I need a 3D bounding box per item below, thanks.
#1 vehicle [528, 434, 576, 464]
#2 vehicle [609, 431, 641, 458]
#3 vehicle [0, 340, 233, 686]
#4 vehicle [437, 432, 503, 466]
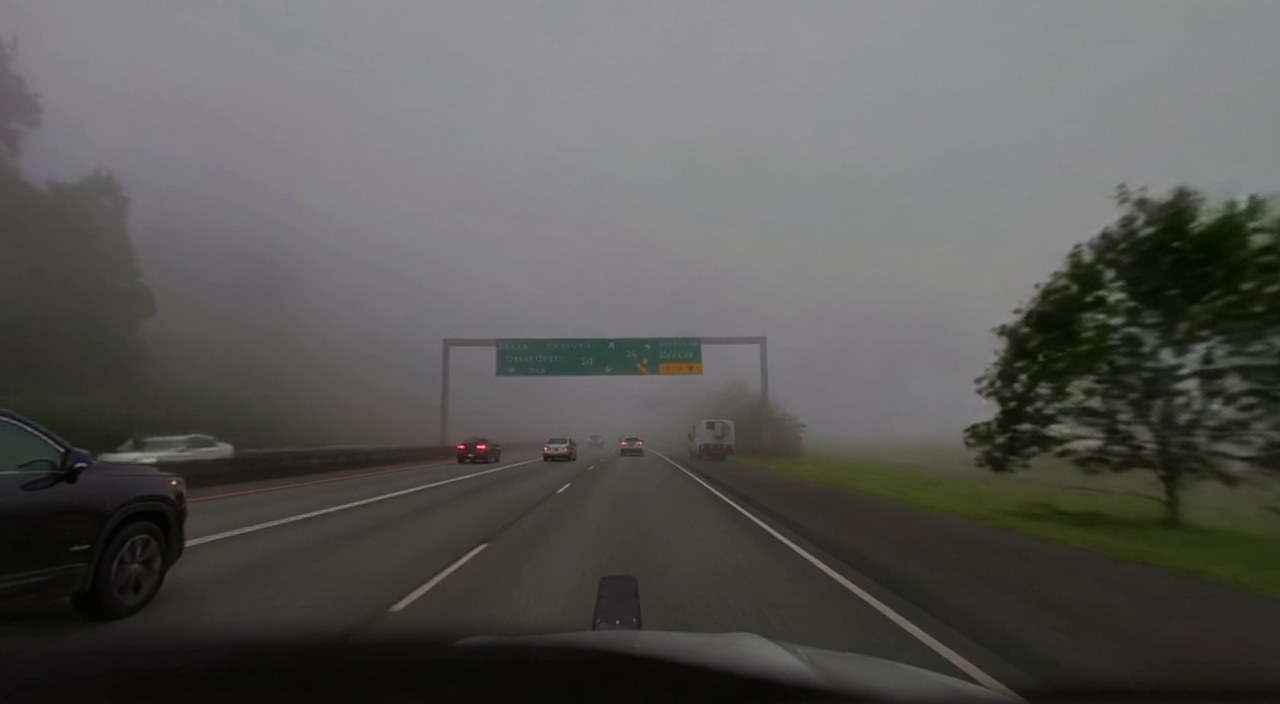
[{"bbox_3d":[-4.497,4.980,32.697,1.909,1.445,4.087,0,-8,0],"label":"vehicle"},{"bbox_3d":[-0.944,5.888,40.278,2.002,1.611,3.778,0,-8,-1],"label":"vehicle"},{"bbox_3d":[-4.377,0.814,3.005,1.971,1.822,4.366,0,-8,-1],"label":"vehicle"},{"bbox_3d":[-8.374,4.794,31.465,1.953,1.524,4.863,0,-8,0],"label":"vehicle"}]
